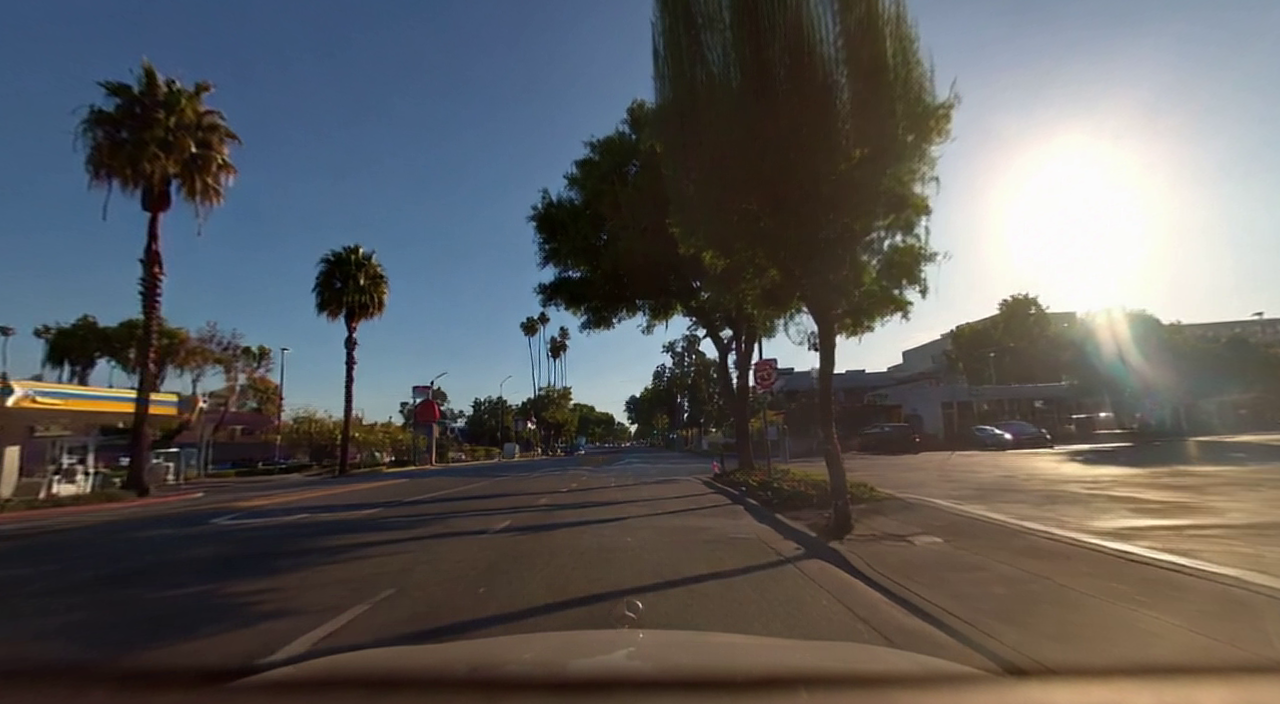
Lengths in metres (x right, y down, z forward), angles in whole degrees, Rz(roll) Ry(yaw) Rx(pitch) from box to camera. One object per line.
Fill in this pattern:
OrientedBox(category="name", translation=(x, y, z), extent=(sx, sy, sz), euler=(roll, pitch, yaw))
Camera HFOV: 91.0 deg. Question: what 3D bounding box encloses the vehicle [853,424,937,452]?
OrientedBox(category="vehicle", translation=(16.718, 5.686, 41.423), extent=(4.640, 1.800, 2.026), euler=(0, -9, -2))
